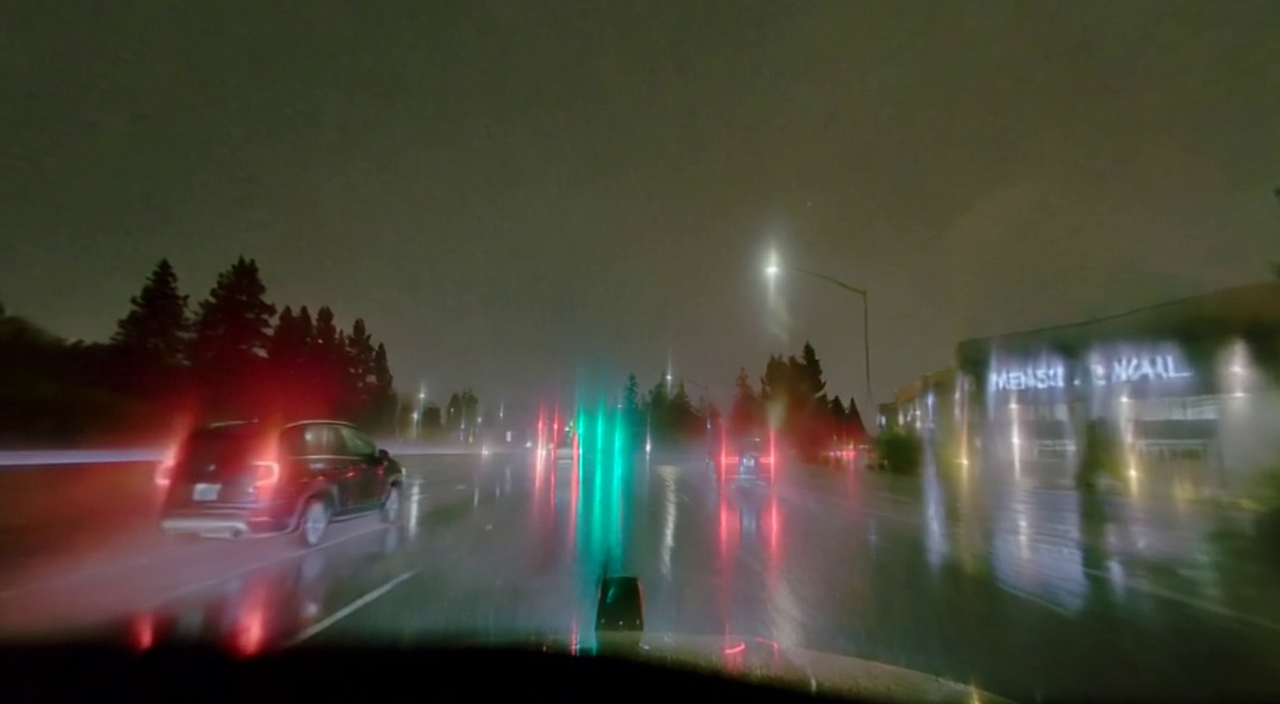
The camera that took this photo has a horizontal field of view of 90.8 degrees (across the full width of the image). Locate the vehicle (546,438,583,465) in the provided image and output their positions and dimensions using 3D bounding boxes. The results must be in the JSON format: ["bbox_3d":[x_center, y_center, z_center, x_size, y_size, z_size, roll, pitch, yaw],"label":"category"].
[{"bbox_3d":[-5.288,7.014,44.750,2.160,1.794,4.646,0,-8,-2],"label":"vehicle"}]

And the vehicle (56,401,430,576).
[{"bbox_3d":[-4.866,1.740,8.913,2.176,1.779,4.755,0,-8,0],"label":"vehicle"}]

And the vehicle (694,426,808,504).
[{"bbox_3d":[2.620,2.786,16.025,1.997,1.686,4.247,0,-8,-2],"label":"vehicle"}]
